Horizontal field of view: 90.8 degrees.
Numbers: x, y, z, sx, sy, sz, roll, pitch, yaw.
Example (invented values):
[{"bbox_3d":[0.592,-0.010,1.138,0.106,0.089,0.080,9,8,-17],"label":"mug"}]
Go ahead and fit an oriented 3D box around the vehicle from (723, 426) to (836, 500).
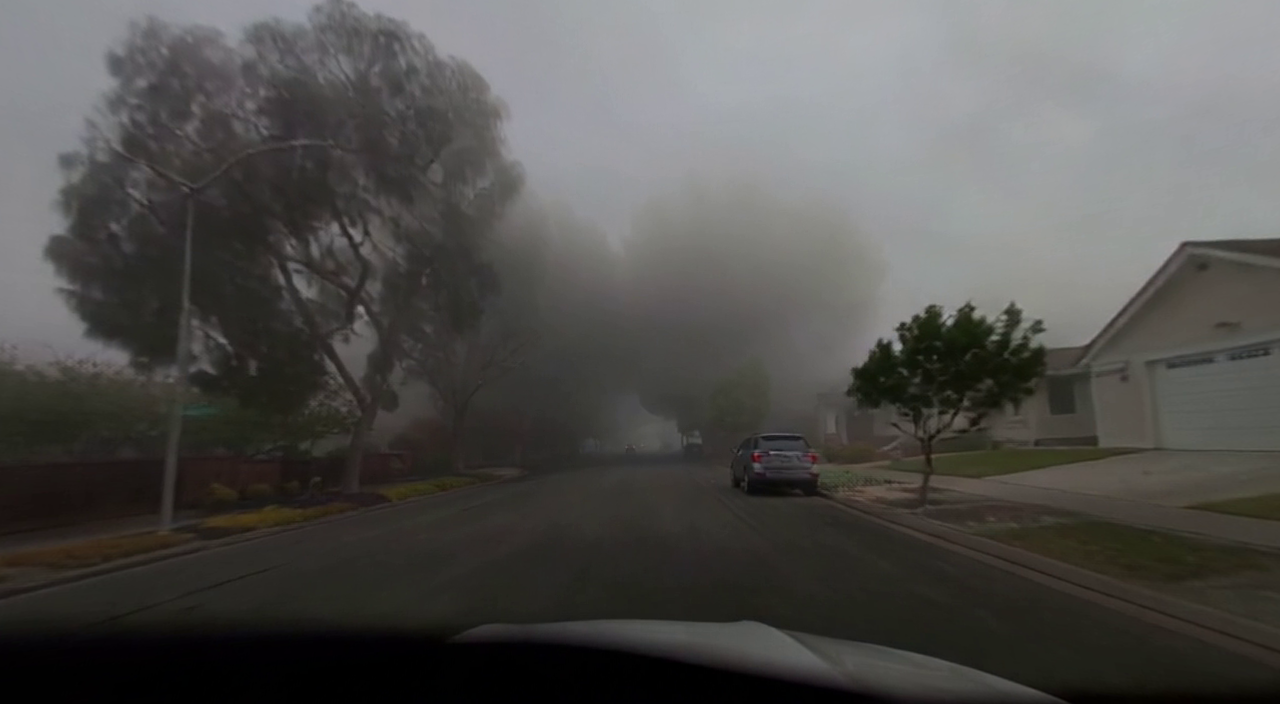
[{"bbox_3d":[3.606,2.964,17.265,2.055,1.738,4.448,0,-9,0],"label":"vehicle"}]
